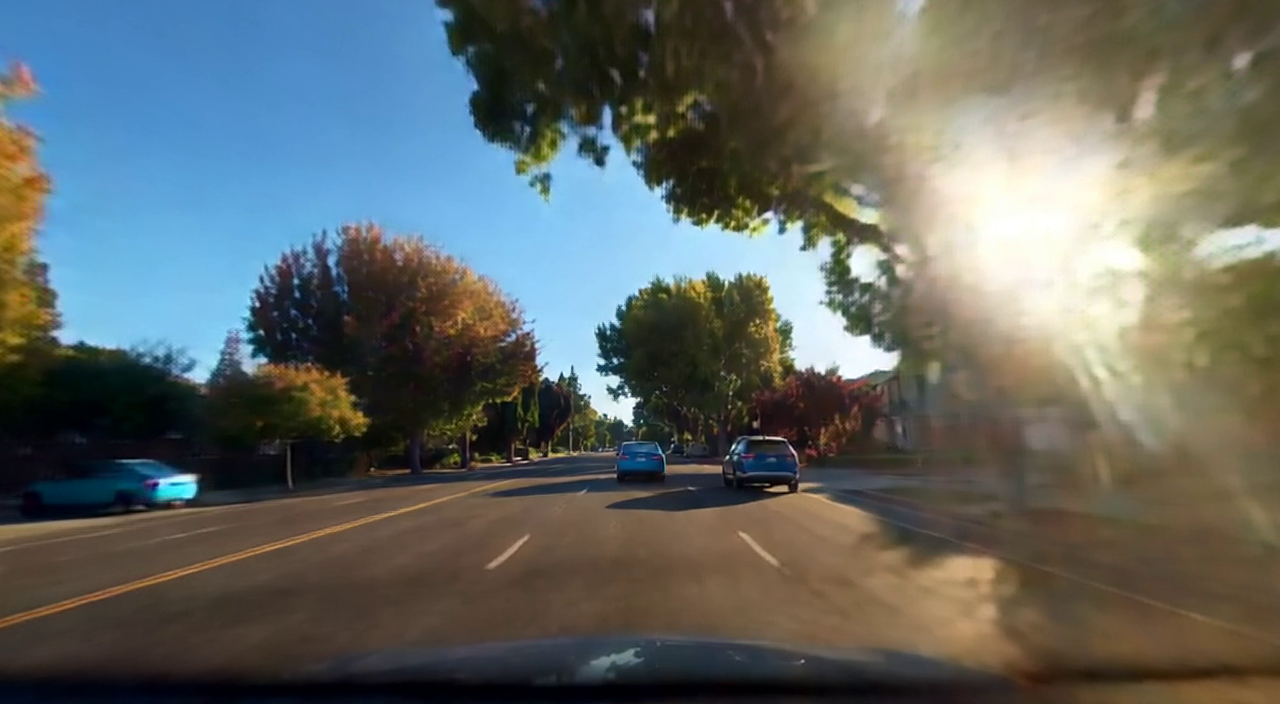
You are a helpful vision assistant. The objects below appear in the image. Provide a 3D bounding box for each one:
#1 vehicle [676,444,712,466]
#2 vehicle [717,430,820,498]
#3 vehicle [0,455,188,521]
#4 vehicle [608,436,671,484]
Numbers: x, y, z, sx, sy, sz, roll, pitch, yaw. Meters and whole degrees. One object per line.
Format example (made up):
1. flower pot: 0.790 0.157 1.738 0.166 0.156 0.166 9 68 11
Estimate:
1. vehicle: 3.640 7.016 43.099 2.099 1.463 4.130 0 -8 -1
2. vehicle: 3.562 3.204 18.401 2.024 1.711 4.512 0 -8 0
3. vehicle: -15.710 3.817 17.864 4.296 1.611 1.942 -2 -9 0
4. vehicle: -0.014 4.083 24.190 2.200 1.653 4.127 0 -8 0
